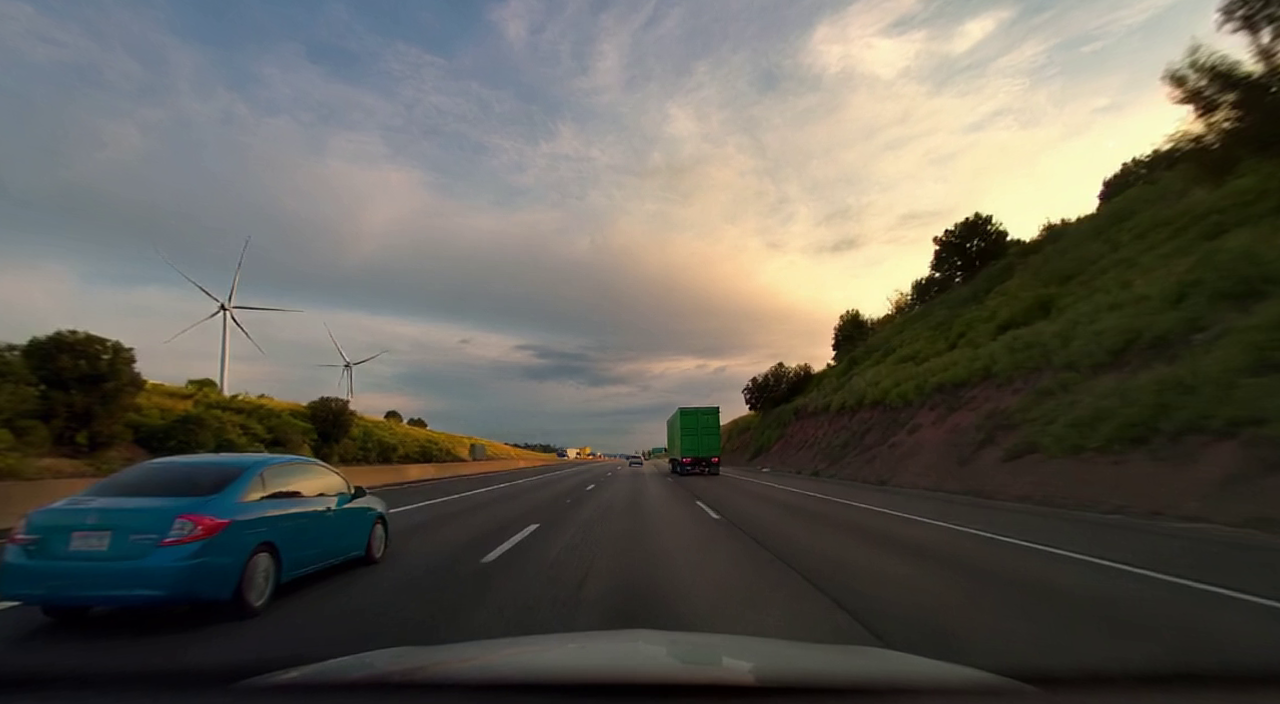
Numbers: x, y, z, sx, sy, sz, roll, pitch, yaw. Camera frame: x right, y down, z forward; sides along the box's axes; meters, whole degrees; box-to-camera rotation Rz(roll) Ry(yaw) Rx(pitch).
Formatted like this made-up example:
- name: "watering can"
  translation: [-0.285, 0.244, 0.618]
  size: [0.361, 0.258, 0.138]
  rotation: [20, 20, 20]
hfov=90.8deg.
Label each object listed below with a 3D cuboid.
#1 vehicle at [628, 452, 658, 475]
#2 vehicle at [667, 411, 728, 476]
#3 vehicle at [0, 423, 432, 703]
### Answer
- name: "vehicle"
  translation: [0.152, 7.583, 43.053]
  size: [1.931, 1.453, 3.695]
  rotation: [0, -9, -1]
- name: "vehicle"
  translation: [3.829, 6.666, 45.786]
  size: [2.947, 3.989, 13.568]
  rotation: [0, -9, -1]
- name: "vehicle"
  translation: [-3.425, 1.442, 5.238]
  size: [1.952, 1.521, 4.095]
  rotation: [0, -9, 1]
